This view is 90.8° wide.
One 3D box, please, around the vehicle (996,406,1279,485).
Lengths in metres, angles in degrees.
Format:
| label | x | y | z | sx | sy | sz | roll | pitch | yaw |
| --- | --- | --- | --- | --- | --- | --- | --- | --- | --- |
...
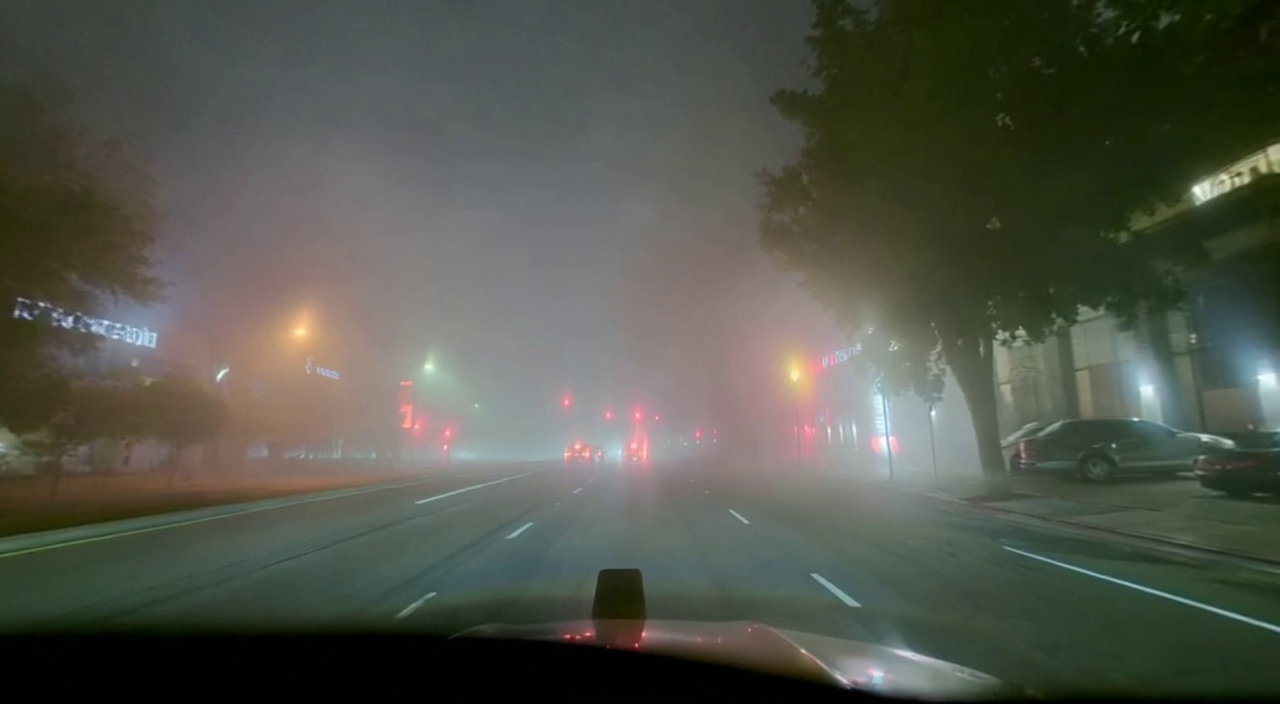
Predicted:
| label | x | y | z | sx | sy | sz | roll | pitch | yaw |
| --- | --- | --- | --- | --- | --- | --- | --- | --- | --- |
| vehicle | 13.495 | 2.548 | 17.164 | 6.063 | 1.949 | 2.531 | 0 | -9 | 2 |

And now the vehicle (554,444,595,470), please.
| label | x | y | z | sx | sy | sz | roll | pitch | yaw |
| --- | --- | --- | --- | --- | --- | --- | --- | --- | --- |
| vehicle | -3.981 | 6.465 | 39.160 | 2.020 | 1.457 | 4.496 | 0 | -9 | 0 |

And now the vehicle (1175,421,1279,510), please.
| label | x | y | z | sx | sy | sz | roll | pitch | yaw |
| --- | --- | --- | --- | --- | --- | --- | --- | --- | --- |
| vehicle | 13.061 | 2.029 | 11.508 | 4.569 | 1.483 | 2.127 | -1 | -9 | 3 |

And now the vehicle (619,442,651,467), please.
| label | x | y | z | sx | sy | sz | roll | pitch | yaw |
| --- | --- | --- | --- | --- | --- | --- | --- | --- | --- |
| vehicle | -0.341 | 6.792 | 41.983 | 2.042 | 1.555 | 3.912 | 0 | -9 | 0 |
